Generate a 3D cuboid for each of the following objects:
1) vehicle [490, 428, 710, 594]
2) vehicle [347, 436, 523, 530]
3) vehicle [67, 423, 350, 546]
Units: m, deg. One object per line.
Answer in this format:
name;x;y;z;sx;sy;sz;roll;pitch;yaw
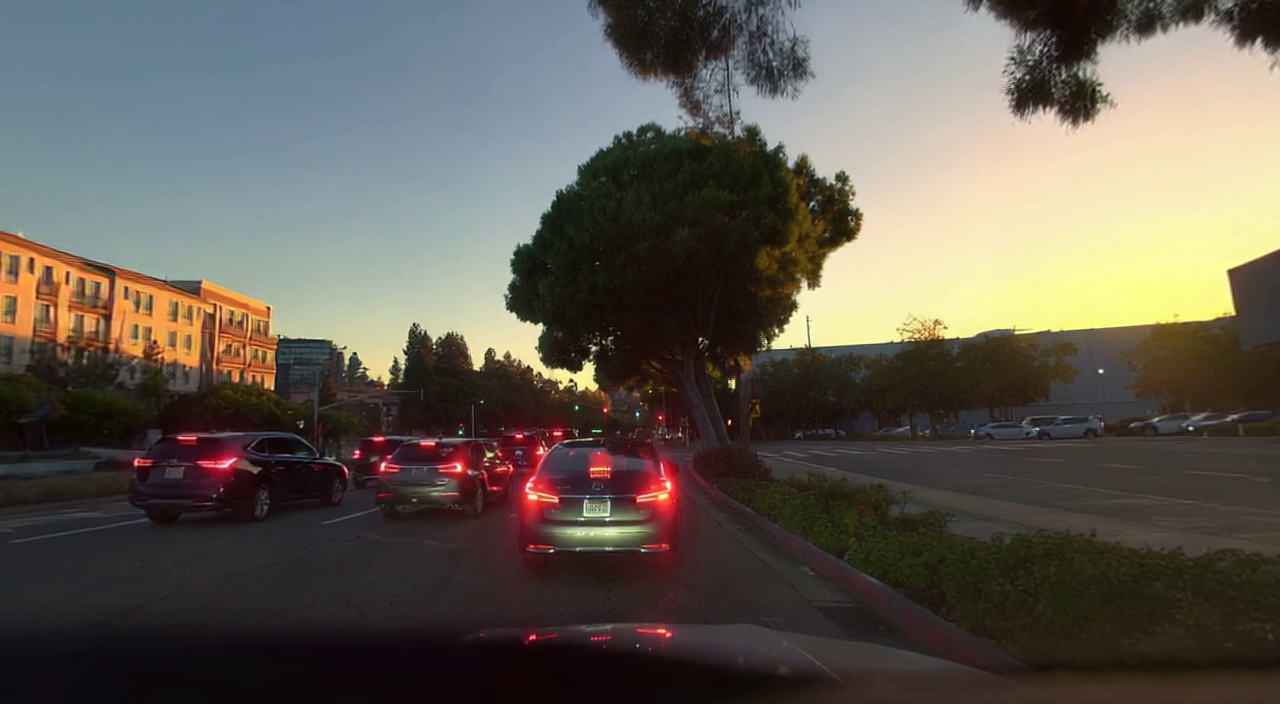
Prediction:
vehicle;-0.387;1.798;7.999;2.066;1.544;3.954;0;-9;0
vehicle;-3.783;2.485;12.682;1.913;1.521;4.539;0;-9;1
vehicle;-7.348;2.272;11.487;2.068;1.784;4.224;0;-9;1
